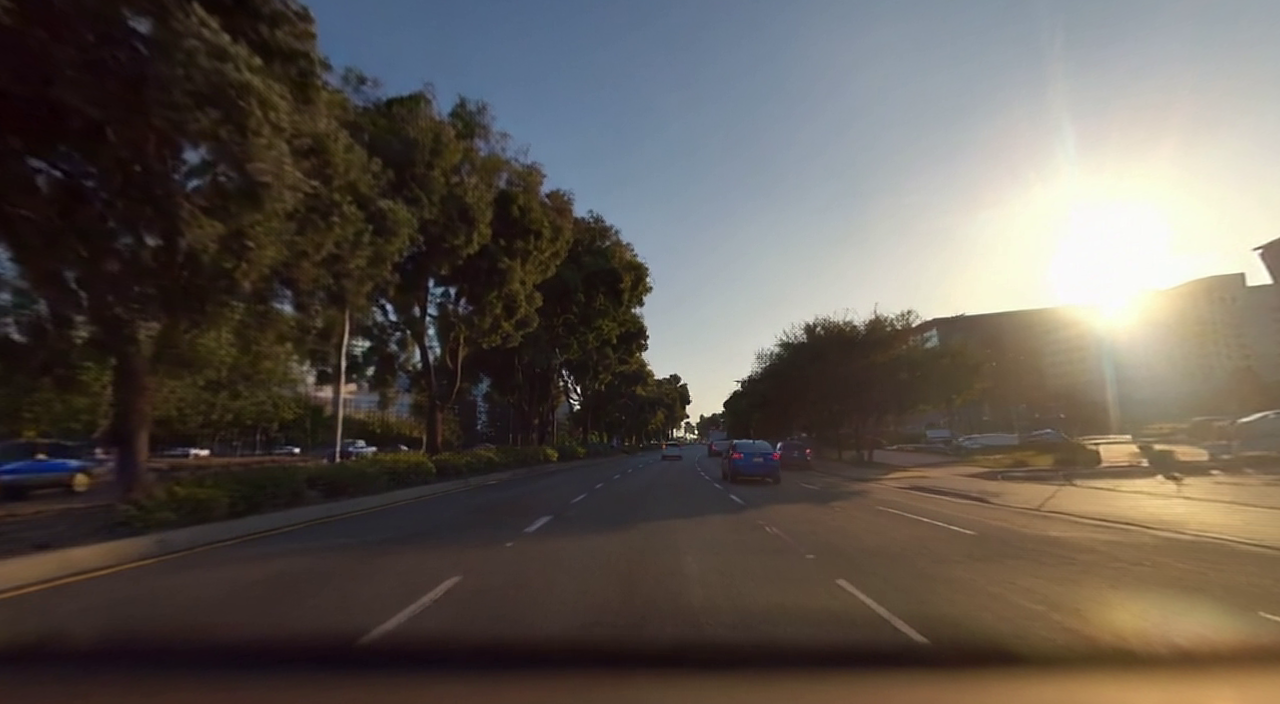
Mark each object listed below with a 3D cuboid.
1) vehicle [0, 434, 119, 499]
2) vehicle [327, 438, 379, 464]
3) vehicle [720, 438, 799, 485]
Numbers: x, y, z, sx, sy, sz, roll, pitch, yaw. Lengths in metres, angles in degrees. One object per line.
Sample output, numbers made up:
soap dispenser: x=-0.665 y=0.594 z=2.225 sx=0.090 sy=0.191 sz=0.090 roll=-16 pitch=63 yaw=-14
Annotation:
vehicle: x=-15.919 y=2.805 z=15.525 sx=2.055 sy=1.495 sz=4.772 roll=0 pitch=-8 yaw=1
vehicle: x=-19.465 y=6.724 z=42.909 sx=2.140 sy=1.626 sz=4.526 roll=1 pitch=-8 yaw=-10
vehicle: x=4.150 y=3.863 z=22.671 sx=1.981 sy=1.499 sz=4.536 roll=0 pitch=-8 yaw=0
